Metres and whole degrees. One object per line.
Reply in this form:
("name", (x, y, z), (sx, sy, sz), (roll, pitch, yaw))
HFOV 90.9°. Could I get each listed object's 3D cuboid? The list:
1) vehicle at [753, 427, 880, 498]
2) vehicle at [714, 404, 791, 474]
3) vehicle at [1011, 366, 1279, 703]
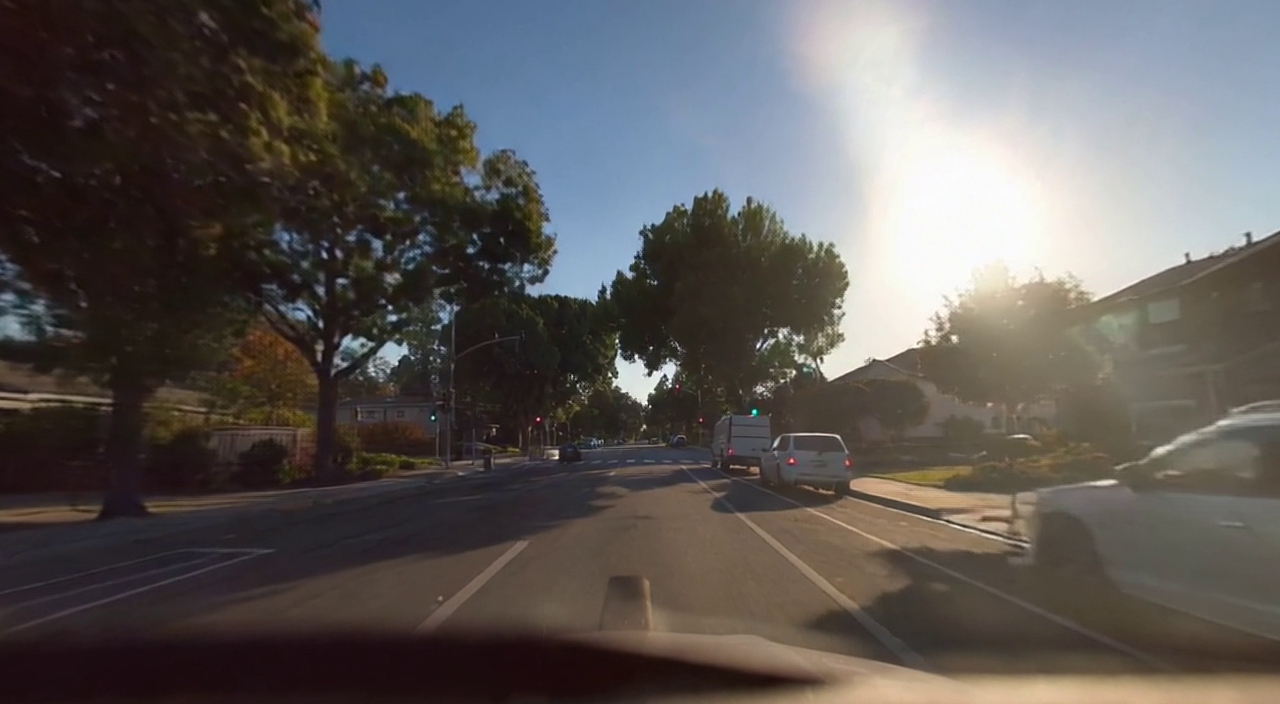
("vehicle", (4.719, 3.027, 17.719), (2.202, 1.712, 4.813), (0, -8, 1))
("vehicle", (4.893, 3.917, 28.324), (2.398, 2.806, 4.857), (0, -8, -1))
("vehicle", (4.559, 0.983, 3.278), (2.279, 1.829, 4.859), (0, -8, 0))
